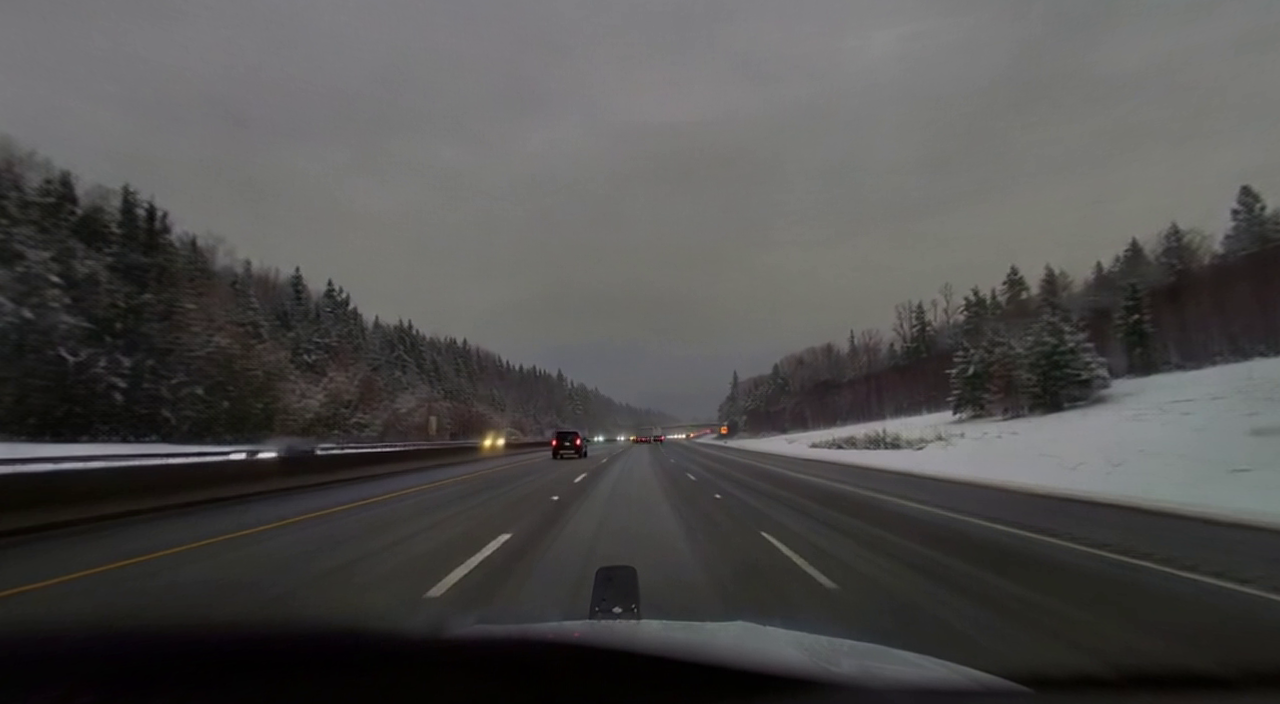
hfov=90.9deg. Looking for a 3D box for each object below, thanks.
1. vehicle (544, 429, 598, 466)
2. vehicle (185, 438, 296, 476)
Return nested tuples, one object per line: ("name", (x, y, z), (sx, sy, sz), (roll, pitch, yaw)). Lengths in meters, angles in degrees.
("vehicle", (-3.273, 4.628, 30.664), (2.084, 1.654, 4.080), (0, -8, 1))
("vehicle", (-17.117, 4.494, 27.336), (1.901, 1.482, 4.538), (0, -8, -1))
